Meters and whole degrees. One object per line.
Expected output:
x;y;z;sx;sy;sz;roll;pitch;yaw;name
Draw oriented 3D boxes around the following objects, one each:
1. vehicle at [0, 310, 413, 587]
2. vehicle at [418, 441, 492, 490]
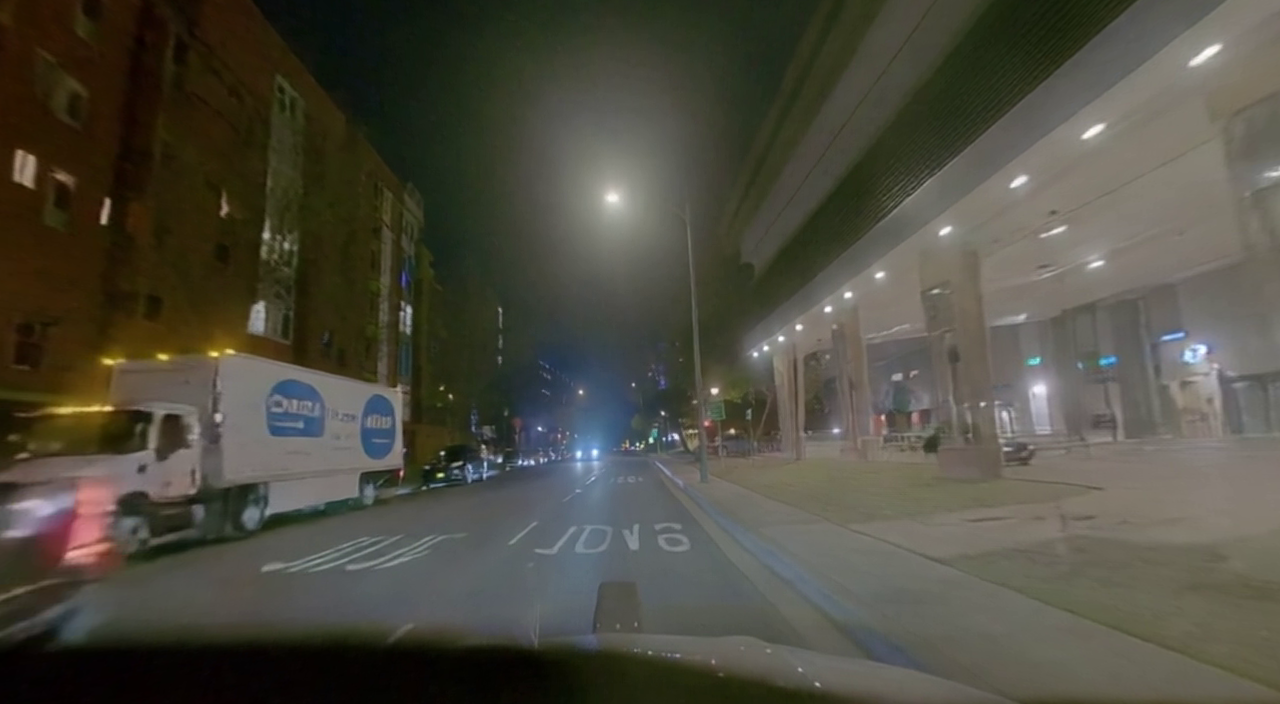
-9.049;2.036;14.794;2.986;3.768;11.697;-6;-6;-1;vehicle
-7.878;4.831;27.204;1.950;1.743;4.312;-2;-7;-1;vehicle
